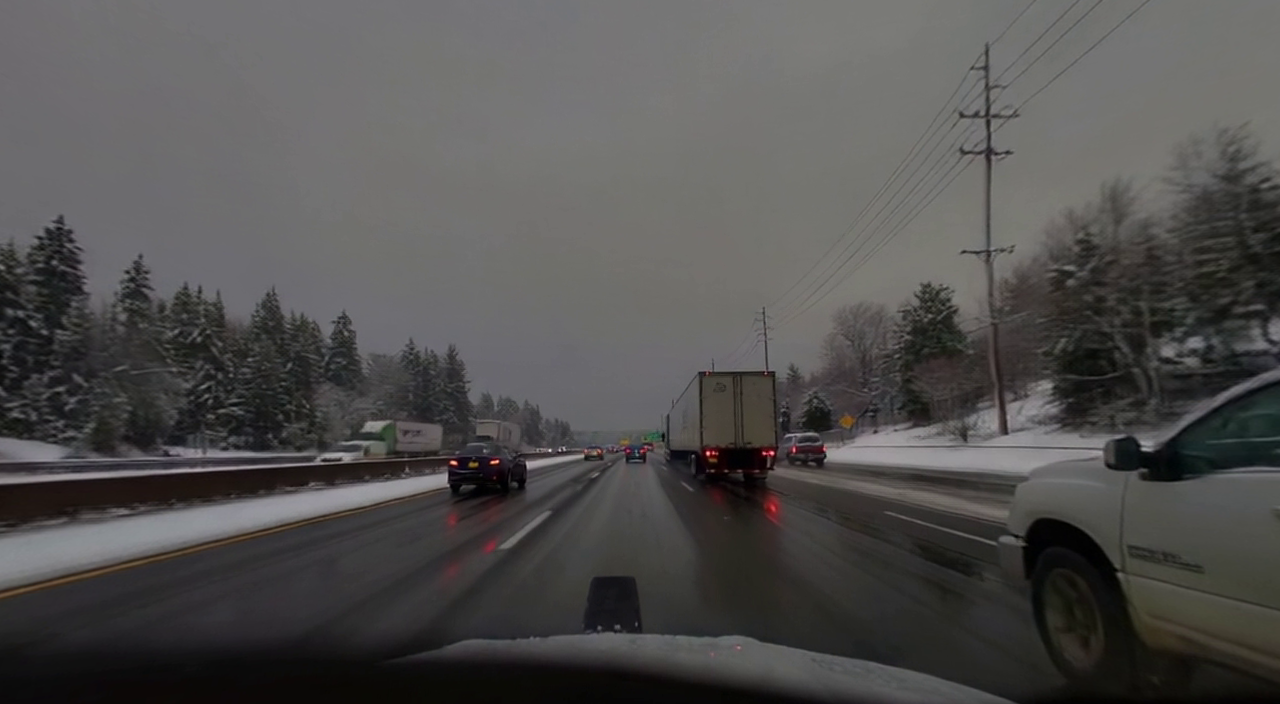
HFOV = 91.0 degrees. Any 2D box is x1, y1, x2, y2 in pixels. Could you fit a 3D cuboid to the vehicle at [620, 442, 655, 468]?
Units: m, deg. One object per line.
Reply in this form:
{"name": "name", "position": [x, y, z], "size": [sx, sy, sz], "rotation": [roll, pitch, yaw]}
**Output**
{"name": "vehicle", "position": [-0.107, 6.377, 39.224], "size": [2.047, 1.485, 3.938], "rotation": [0, -8, 1]}

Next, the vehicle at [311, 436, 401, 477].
{"name": "vehicle", "position": [-10.959, 4.025, 24.583], "size": [1.796, 1.470, 3.706], "rotation": [0, -8, 0]}

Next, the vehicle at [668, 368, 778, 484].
{"name": "vehicle", "position": [3.300, 3.761, 30.524], "size": [2.907, 4.109, 16.177], "rotation": [0, -8, -1]}

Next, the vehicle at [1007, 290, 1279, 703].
{"name": "vehicle", "position": [3.333, 0.590, 1.284], "size": [2.132, 1.869, 4.978], "rotation": [0, -8, 0]}

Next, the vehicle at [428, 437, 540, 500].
{"name": "vehicle", "position": [-4.091, 3.093, 17.199], "size": [1.968, 1.507, 3.829], "rotation": [0, -8, 1]}

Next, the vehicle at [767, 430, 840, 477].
{"name": "vehicle", "position": [7.396, 4.633, 29.052], "size": [2.079, 1.938, 4.630], "rotation": [0, -8, 0]}
